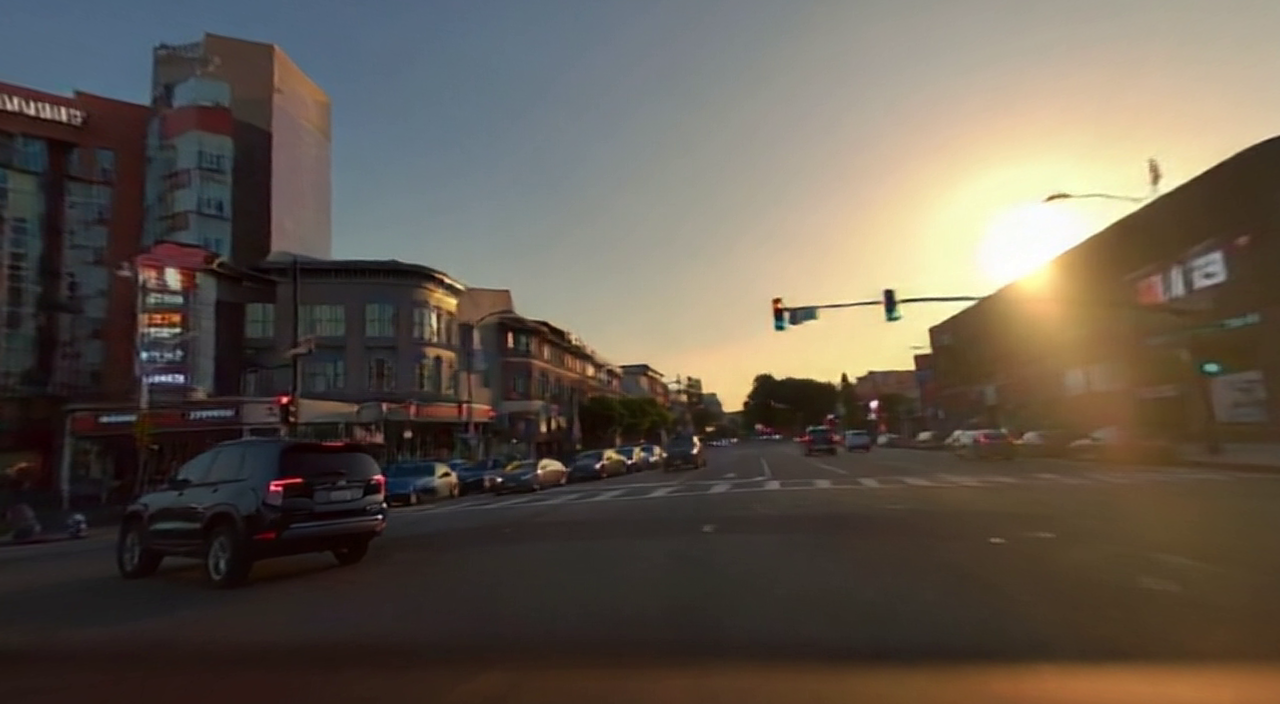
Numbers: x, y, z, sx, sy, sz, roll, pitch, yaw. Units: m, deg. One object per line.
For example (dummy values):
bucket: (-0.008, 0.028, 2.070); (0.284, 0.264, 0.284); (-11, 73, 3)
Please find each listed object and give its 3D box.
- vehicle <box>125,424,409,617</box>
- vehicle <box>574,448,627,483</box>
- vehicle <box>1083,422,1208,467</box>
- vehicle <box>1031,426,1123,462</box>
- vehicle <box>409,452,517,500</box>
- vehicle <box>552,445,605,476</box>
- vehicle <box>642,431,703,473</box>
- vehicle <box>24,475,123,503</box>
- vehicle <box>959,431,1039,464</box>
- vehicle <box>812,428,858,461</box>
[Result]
vehicle: (-5.287, 2.028, 8.655); (2.157, 1.863, 4.665); (8, -12, -44)
vehicle: (-1.964, 5.750, 32.297); (1.760, 1.491, 3.722); (0, -7, 11)
vehicle: (19.519, 3.662, 24.636); (1.746, 1.446, 4.475); (-7, -11, 10)
vehicle: (20.455, 4.400, 29.738); (1.798, 1.431, 4.429); (-7, -11, 11)
vehicle: (-6.931, 4.899, 25.433); (1.993, 1.708, 5.219); (-2, -9, 11)
vehicle: (-3.915, 7.047, 41.155); (2.176, 1.835, 4.648); (-2, -9, 11)
vehicle: (1.872, 5.363, 33.780); (2.428, 2.035, 5.636); (-2, -9, 11)
vehicle: (-34.936, 8.445, 38.923); (4.671, 1.547, 1.907); (-2, -9, 9)
vehicle: (16.979, 4.582, 30.103); (1.863, 1.426, 4.494); (-2, -9, 11)
vehicle: (12.224, 5.844, 39.840); (2.115, 1.932, 5.189); (-2, -9, 10)
